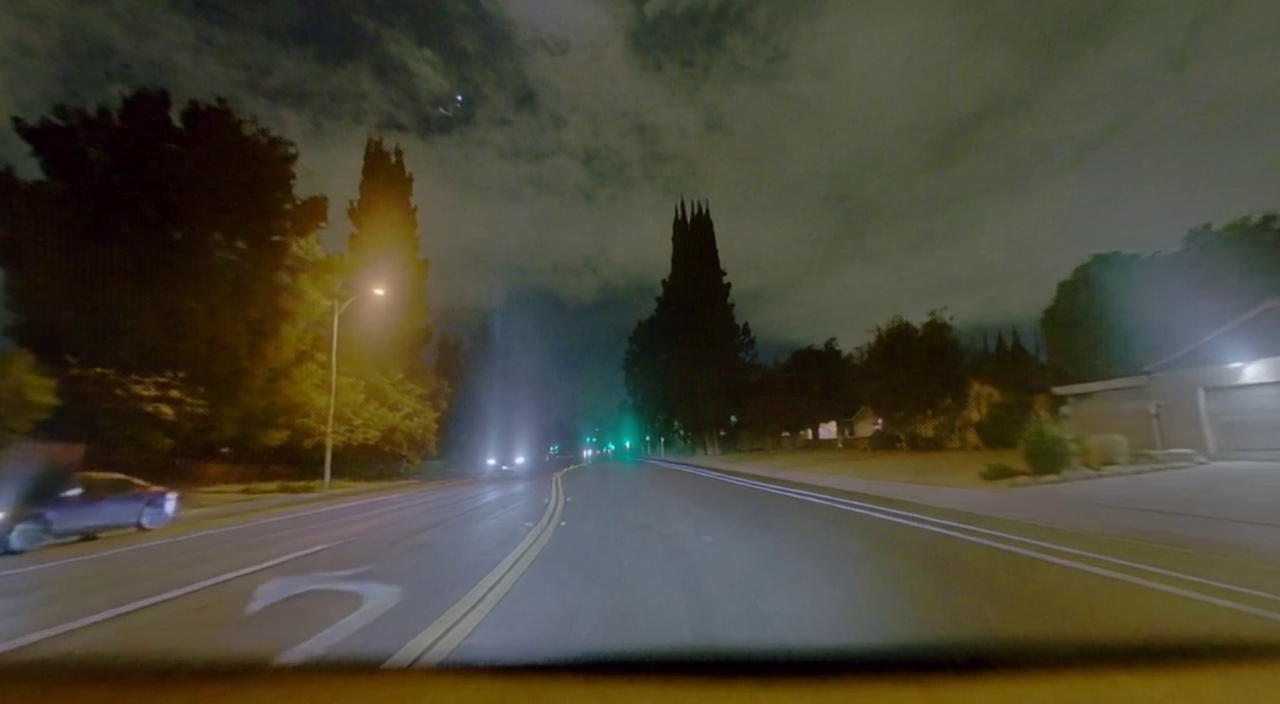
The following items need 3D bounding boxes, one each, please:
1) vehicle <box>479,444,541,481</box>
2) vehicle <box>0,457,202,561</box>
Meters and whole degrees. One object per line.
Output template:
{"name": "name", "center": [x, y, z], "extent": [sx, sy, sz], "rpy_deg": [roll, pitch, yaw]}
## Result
{"name": "vehicle", "center": [-6.045, 5.161, 29.836], "extent": [1.951, 1.612, 4.269], "rpy_deg": [0, -8, 1]}
{"name": "vehicle", "center": [-11.969, 3.056, 12.856], "extent": [2.066, 1.681, 5.292], "rpy_deg": [-1, -8, 3]}
